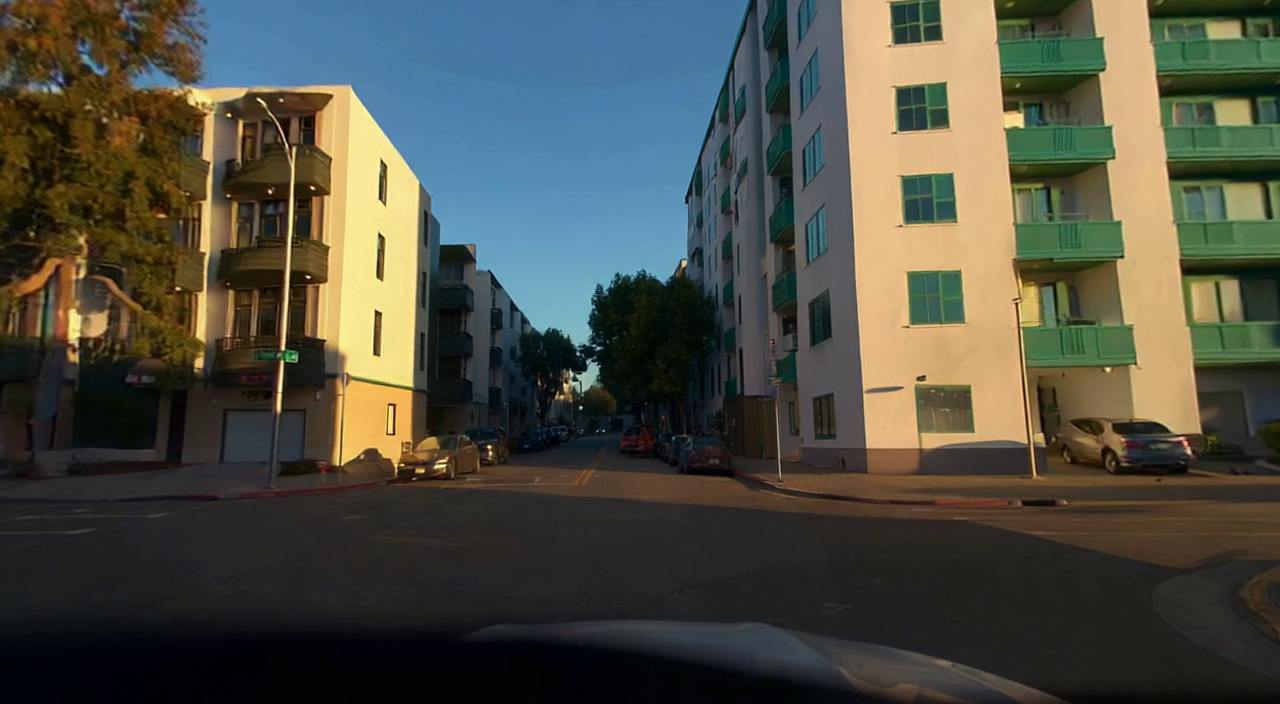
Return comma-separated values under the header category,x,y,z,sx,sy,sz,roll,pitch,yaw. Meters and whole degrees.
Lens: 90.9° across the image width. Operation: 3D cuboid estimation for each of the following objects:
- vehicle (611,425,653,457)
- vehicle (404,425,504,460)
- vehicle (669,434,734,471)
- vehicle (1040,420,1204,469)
category,x,y,z,sx,sy,sz,roll,pitch,yaw
vehicle,-0.493,5.483,38.693,2.412,1.834,4.636,0,-8,0
vehicle,-11.450,5.588,38.871,5.540,1.950,2.113,4,-12,-28
vehicle,2.514,4.299,27.068,2.290,1.456,4.503,0,-8,-1
vehicle,15.293,2.959,20.139,3.752,1.453,1.709,0,-9,2
